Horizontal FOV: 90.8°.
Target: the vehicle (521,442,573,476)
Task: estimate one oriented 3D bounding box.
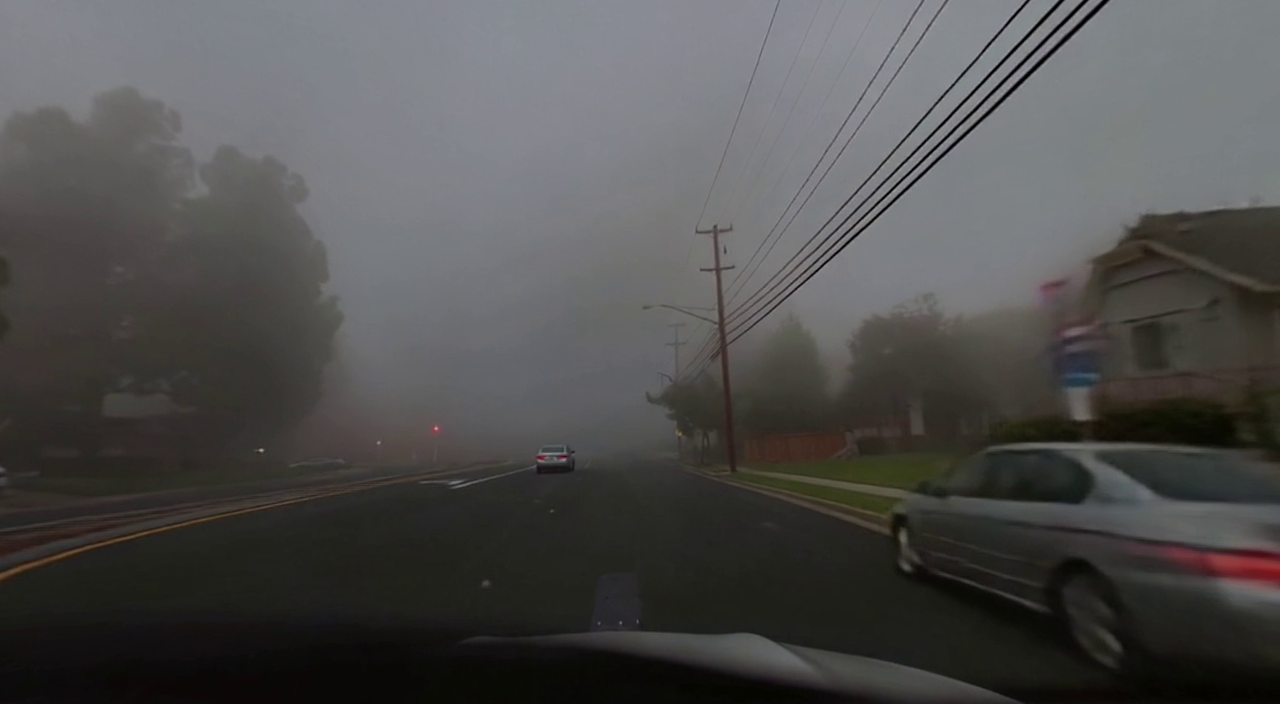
[{"bbox_3d":[-4.387,5.074,30.358,2.041,1.471,4.602,0,-8,-3],"label":"vehicle"}]

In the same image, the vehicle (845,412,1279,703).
[{"bbox_3d":[3.365,1.297,4.777,2.074,1.450,4.621,0,-8,0],"label":"vehicle"}]
